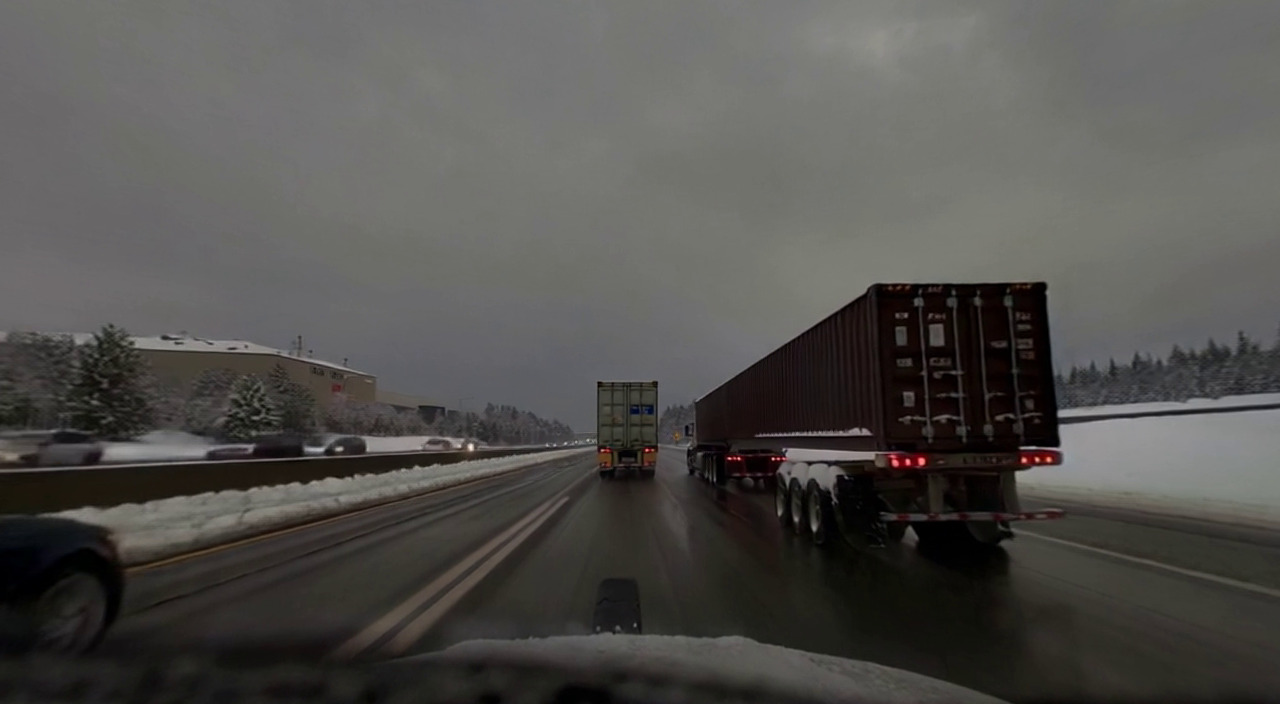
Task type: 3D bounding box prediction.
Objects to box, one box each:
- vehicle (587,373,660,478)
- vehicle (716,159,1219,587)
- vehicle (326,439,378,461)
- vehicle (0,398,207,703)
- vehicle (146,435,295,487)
[{"bbox_3d":[-0.524,3.778,30.985,2.841,4.071,12.046,-1,-9,1],"label":"vehicle"},{"bbox_3d":[3.759,1.036,12.307,2.803,4.072,12.744,0,-9,-1],"label":"vehicle"},{"bbox_3d":[-21.901,7.480,48.341,2.037,1.630,4.440,0,-9,-2],"label":"vehicle"},{"bbox_3d":[-3.777,0.796,1.708,1.994,1.471,4.591,0,-9,-1],"label":"vehicle"},{"bbox_3d":[-13.083,3.411,20.133,1.814,1.449,4.409,0,-9,-2],"label":"vehicle"}]
